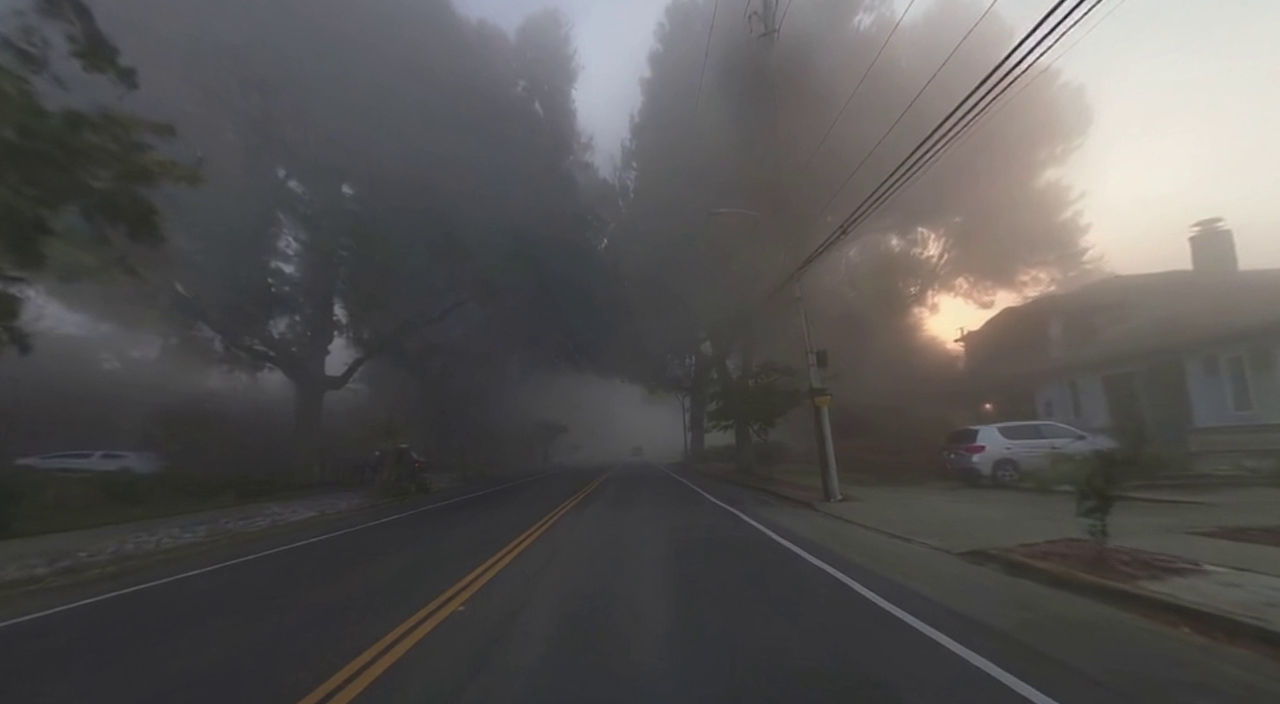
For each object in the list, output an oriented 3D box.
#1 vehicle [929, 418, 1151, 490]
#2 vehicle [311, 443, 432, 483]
[{"bbox_3d":[10.314,2.662,16.621,4.449,1.765,1.917,0,-9,3],"label":"vehicle"},{"bbox_3d":[-12.974,5.375,30.780,4.928,1.848,2.041,0,-9,0],"label":"vehicle"}]
